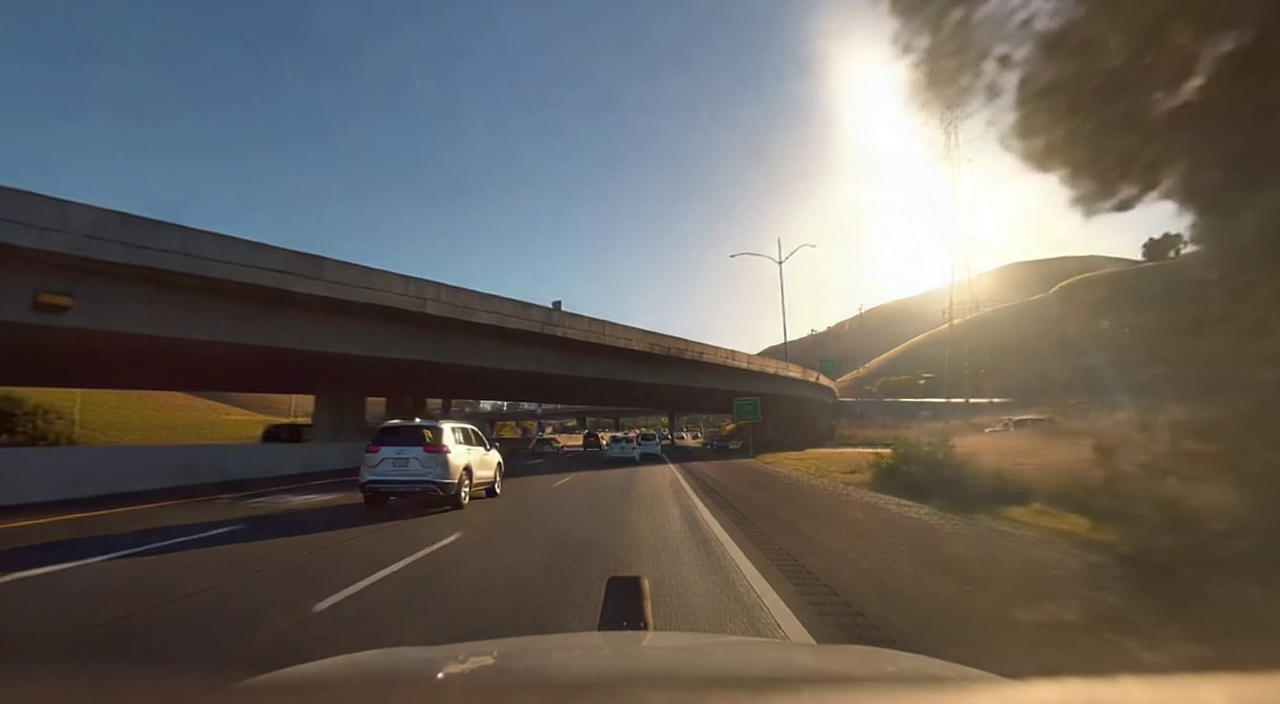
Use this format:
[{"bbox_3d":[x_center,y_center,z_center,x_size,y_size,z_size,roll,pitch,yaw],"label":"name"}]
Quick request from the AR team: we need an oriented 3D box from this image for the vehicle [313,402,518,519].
[{"bbox_3d":[-4.066,2.092,12.569,2.228,1.845,4.847,0,-8,1],"label":"vehicle"}]

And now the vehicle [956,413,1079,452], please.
[{"bbox_3d":[26.631,5.793,44.777,2.571,2.571,6.876,7,-11,-41],"label":"vehicle"}]

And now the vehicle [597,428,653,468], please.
[{"bbox_3d":[-0.592,4.347,28.469,2.193,1.651,3.946,-1,-8,4],"label":"vehicle"}]
